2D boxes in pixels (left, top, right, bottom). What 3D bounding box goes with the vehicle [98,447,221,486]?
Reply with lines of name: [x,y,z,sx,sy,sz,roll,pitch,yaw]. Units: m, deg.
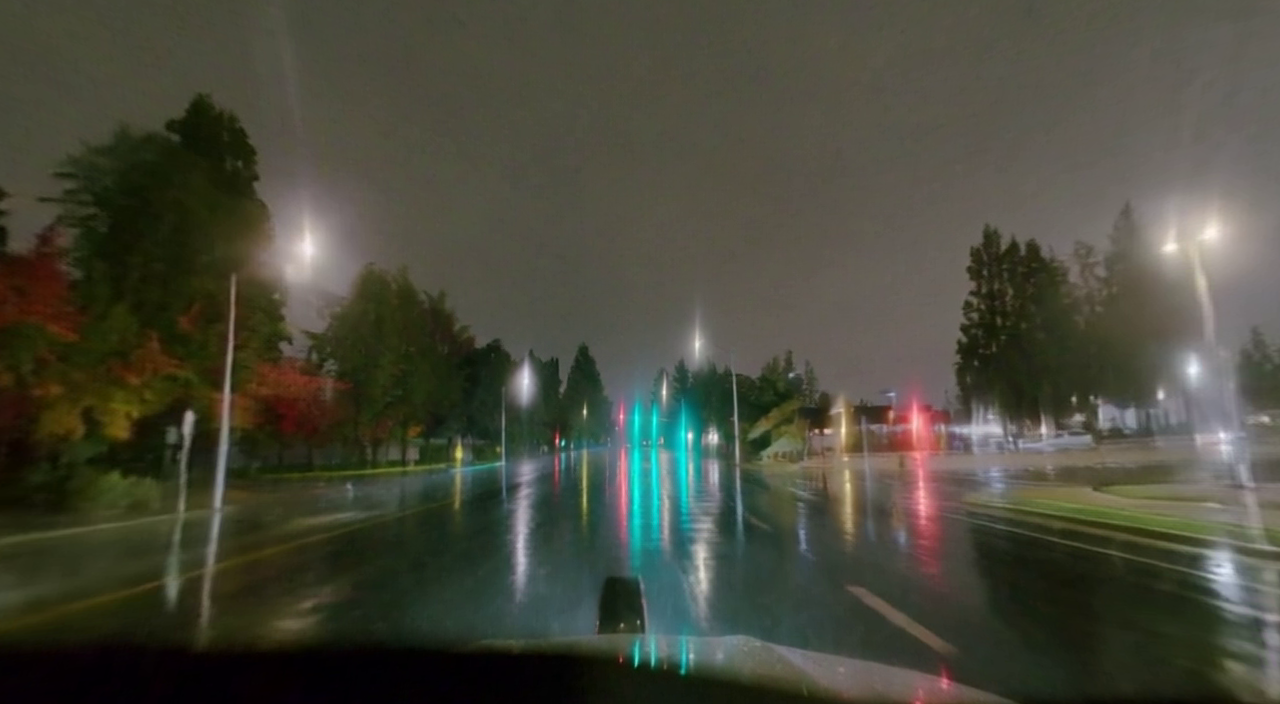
vehicle: [-30.613,7.281,40.417,5.937,2.345,2.252,0,-8,-1]

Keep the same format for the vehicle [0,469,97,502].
vehicle: [-29.003,6.374,30.273,4.279,1.437,1.872,-1,-8,2]
